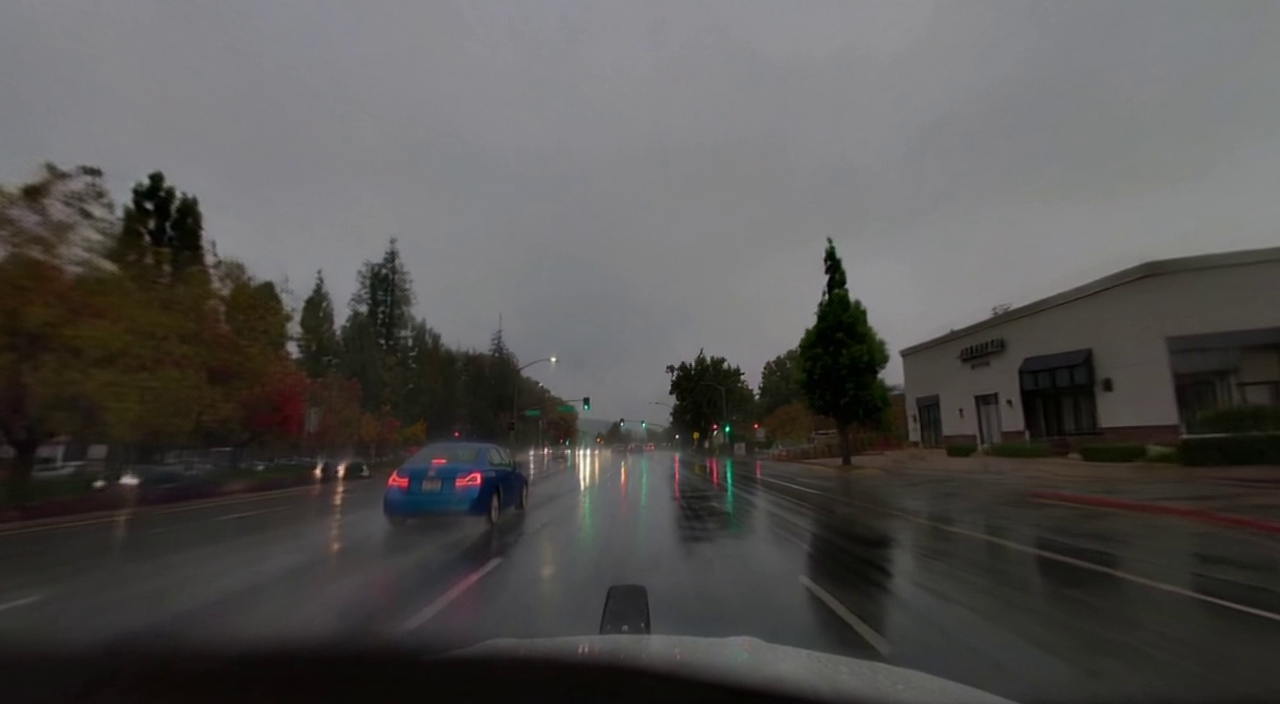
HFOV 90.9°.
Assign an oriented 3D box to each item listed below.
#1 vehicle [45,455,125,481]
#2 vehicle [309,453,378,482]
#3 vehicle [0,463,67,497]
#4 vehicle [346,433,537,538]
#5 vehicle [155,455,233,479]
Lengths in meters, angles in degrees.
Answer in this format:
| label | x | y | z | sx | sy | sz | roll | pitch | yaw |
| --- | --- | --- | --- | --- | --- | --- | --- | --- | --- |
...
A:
| label | x | y | z | sx | sy | sz | roll | pitch | yaw |
| --- | --- | --- | --- | --- | --- | --- | --- | --- | --- |
| vehicle | -42.513 | 8.883 | 48.437 | 1.923 | 1.745 | 4.740 | 1 | -8 | -1 |
| vehicle | -17.185 | 6.668 | 36.724 | 1.826 | 1.490 | 4.407 | 0 | -9 | 1 |
| vehicle | -30.799 | 6.141 | 30.371 | 4.424 | 1.535 | 1.948 | 0 | -9 | 0 |
| vehicle | -3.209 | 2.250 | 11.294 | 1.924 | 1.480 | 4.421 | 0 | -9 | 1 |
| vehicle | -34.025 | 8.755 | 48.268 | 1.911 | 1.603 | 5.136 | 0 | -8 | 5 |
